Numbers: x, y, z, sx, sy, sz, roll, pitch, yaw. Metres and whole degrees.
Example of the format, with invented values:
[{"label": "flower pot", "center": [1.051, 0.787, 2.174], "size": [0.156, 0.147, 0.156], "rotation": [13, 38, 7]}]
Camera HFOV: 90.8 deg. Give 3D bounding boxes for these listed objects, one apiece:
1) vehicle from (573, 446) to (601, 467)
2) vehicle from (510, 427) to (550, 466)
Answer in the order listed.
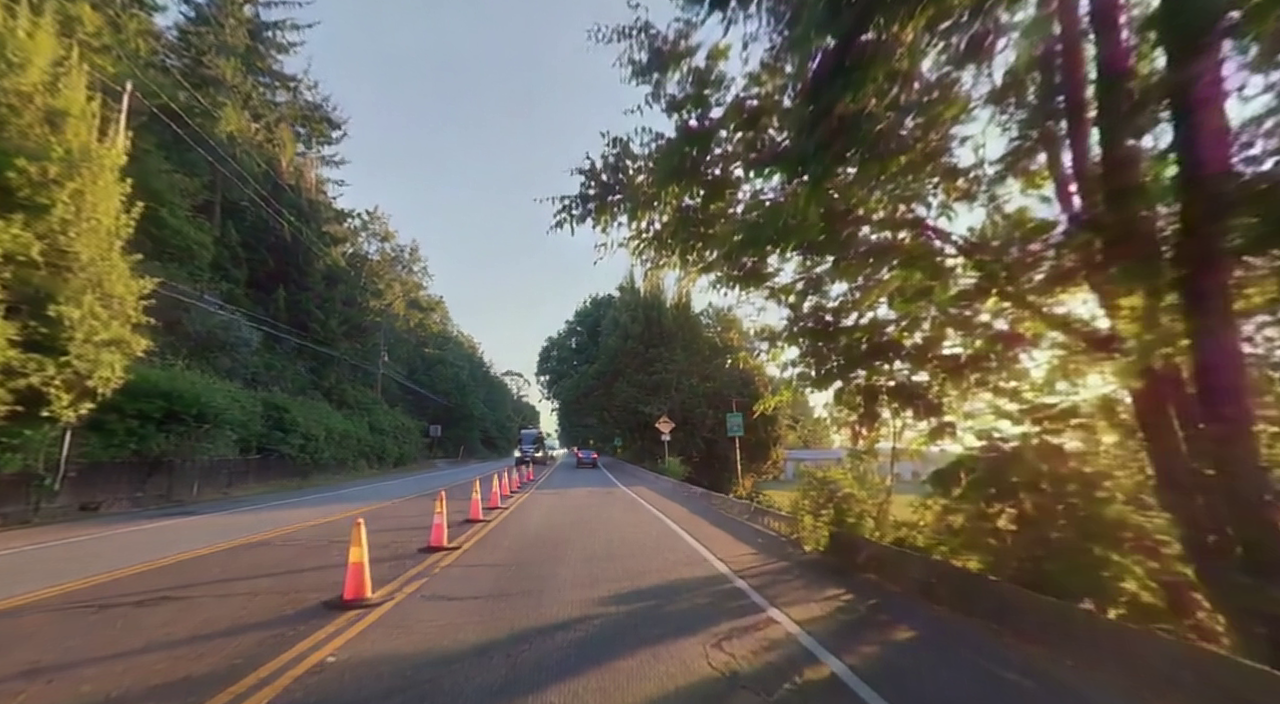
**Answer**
[{"label": "vehicle", "center": [-4.032, 7.912, 48.031], "size": [2.013, 1.481, 4.356], "rotation": [1, -8, -5]}, {"label": "vehicle", "center": [-7.656, 6.603, 44.311], "size": [2.380, 2.488, 4.028], "rotation": [2, -8, -6]}]
